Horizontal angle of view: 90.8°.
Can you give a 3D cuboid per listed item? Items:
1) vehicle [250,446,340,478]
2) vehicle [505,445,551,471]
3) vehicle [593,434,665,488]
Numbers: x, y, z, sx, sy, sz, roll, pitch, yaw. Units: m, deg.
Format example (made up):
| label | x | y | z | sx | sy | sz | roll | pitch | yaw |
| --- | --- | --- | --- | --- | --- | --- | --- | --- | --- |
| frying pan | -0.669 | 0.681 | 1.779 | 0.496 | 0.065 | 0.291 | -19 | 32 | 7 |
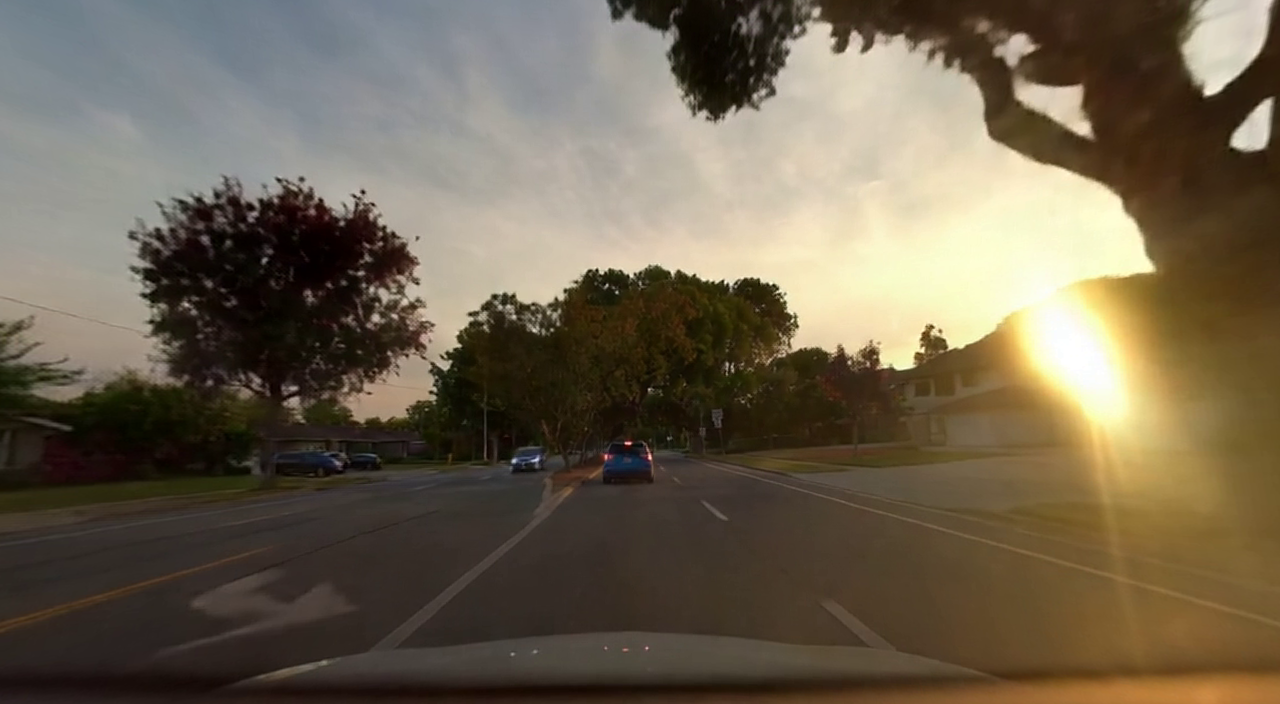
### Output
| label | x | y | z | sx | sy | sz | roll | pitch | yaw |
| --- | --- | --- | --- | --- | --- | --- | --- | --- | --- |
| vehicle | -21.615 | 6.863 | 39.710 | 4.470 | 1.917 | 1.932 | 0 | -8 | 3 |
| vehicle | -6.571 | 6.262 | 37.558 | 1.907 | 1.471 | 4.455 | 0 | -8 | 0 |
| vehicle | -0.333 | 3.607 | 21.240 | 2.181 | 1.639 | 4.127 | 0 | -8 | 0 |
